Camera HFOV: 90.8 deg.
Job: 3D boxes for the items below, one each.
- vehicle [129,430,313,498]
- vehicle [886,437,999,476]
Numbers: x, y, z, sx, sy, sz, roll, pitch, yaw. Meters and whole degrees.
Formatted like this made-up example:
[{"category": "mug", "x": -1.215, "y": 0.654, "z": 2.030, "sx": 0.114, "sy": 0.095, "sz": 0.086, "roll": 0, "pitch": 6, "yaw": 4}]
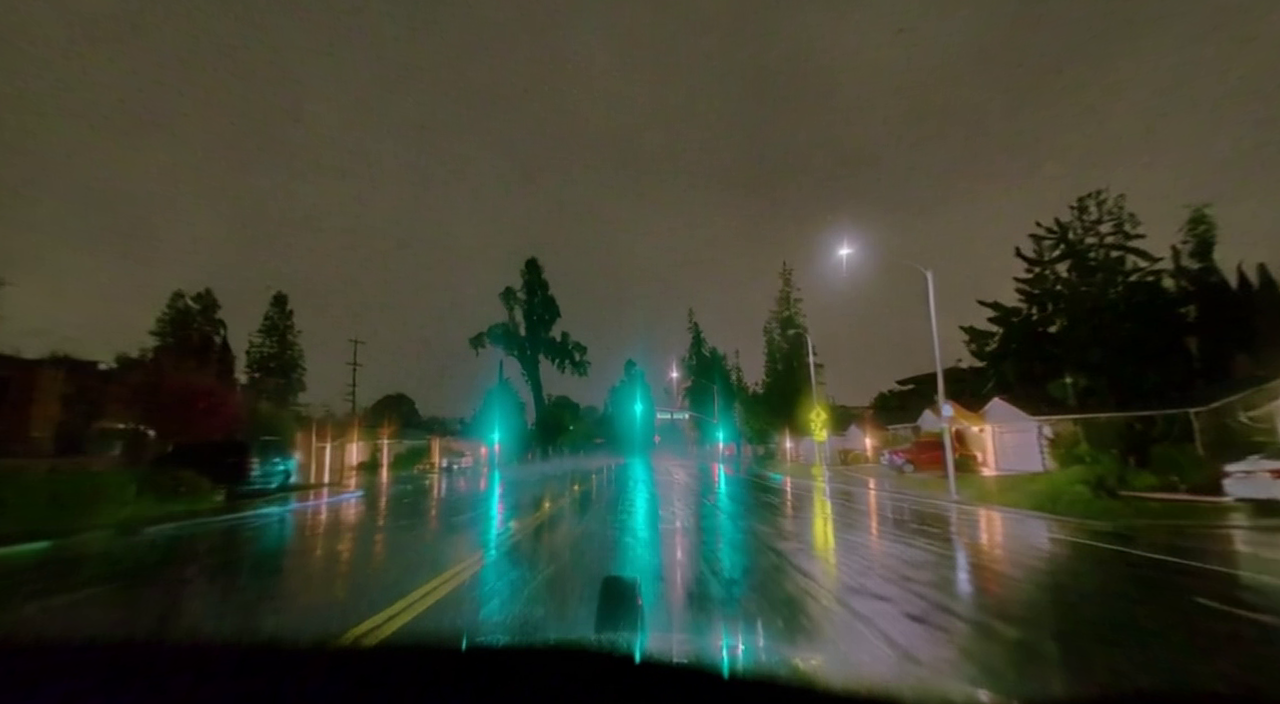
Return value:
[{"category": "vehicle", "x": -15.625, "y": 4.202, "z": 24.272, "sx": 2.653, "sy": 2.232, "sz": 6.273, "roll": 0, "pitch": -9, "yaw": 1}, {"category": "vehicle", "x": 15.490, "y": 5.345, "z": 32.545, "sx": 4.739, "sy": 1.667, "sz": 1.998, "roll": -3, "pitch": -7, "yaw": 0}]
